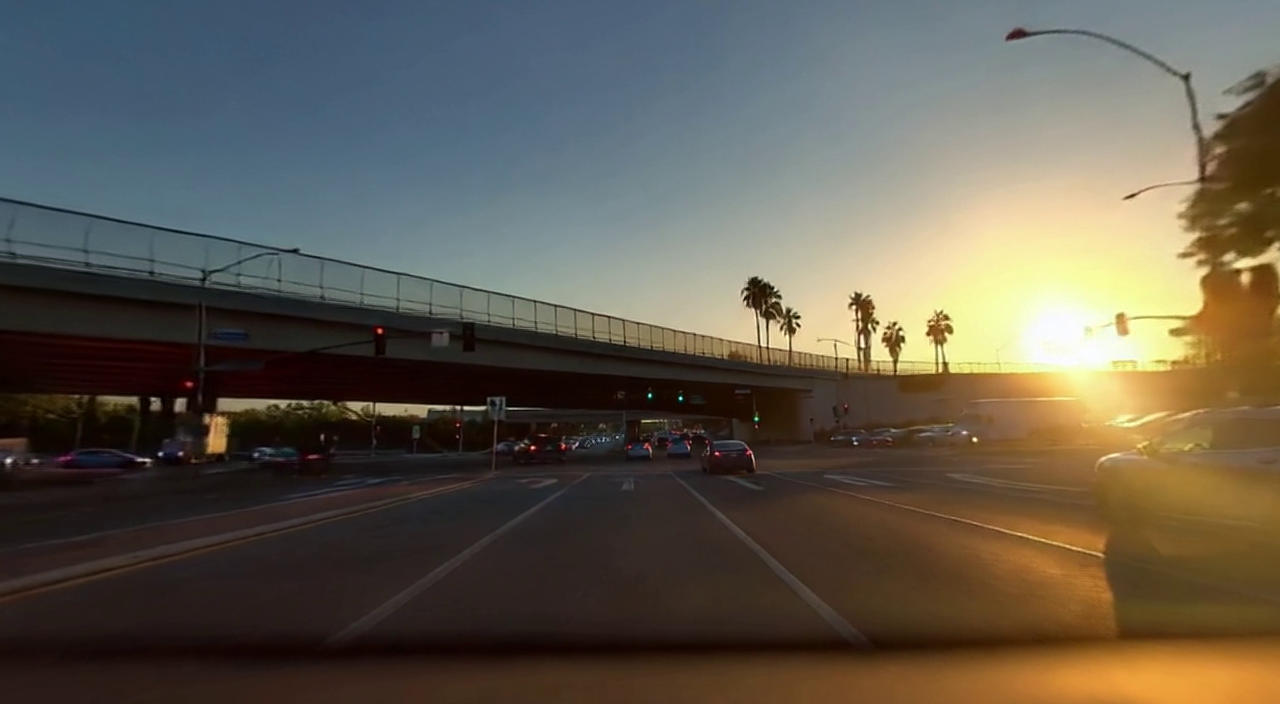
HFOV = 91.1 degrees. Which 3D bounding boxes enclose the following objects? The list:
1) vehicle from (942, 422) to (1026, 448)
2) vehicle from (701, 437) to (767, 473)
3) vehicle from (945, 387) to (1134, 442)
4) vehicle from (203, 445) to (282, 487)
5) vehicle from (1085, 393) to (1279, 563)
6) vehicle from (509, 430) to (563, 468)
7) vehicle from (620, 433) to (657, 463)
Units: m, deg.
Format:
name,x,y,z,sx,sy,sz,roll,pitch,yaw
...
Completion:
name,x,y,z,sx,sy,sz,roll,pitch,yaw
vehicle,24.485,5.950,44.877,4.835,1.536,1.984,-6,-10,14
vehicle,3.906,4.334,26.733,2.156,1.404,4.120,0,-8,0
vehicle,29.610,4.816,47.223,11.347,3.908,3.080,-2,-8,14
vehicle,-17.366,4.946,27.662,2.073,1.607,4.669,3,-8,-23
vehicle,7.251,1.307,6.687,1.964,1.647,4.114,0,-8,0
vehicle,-6.152,5.595,36.519,2.485,2.012,5.498,2,-8,-16
vehicle,-0.120,5.928,38.958,2.172,1.694,4.055,0,-8,0
